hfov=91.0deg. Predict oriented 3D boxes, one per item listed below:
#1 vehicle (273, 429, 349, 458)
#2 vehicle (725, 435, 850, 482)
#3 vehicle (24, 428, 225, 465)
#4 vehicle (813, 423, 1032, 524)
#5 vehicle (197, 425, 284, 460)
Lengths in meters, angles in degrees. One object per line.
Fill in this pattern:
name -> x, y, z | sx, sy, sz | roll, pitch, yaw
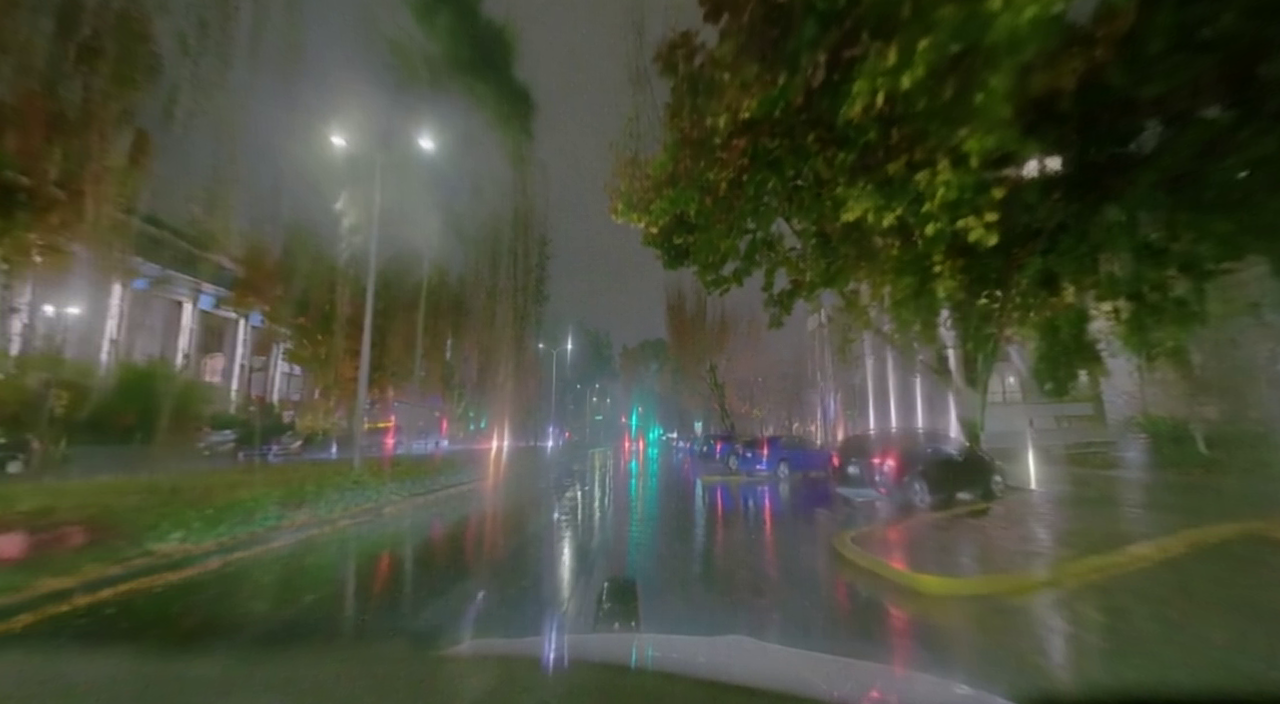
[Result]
vehicle -> -18.762, 5.240, 36.165 | 1.909, 1.518, 4.459 | -1, -8, 1
vehicle -> 5.036, 3.538, 21.301 | 4.275, 1.428, 1.774 | 6, -10, -37
vehicle -> -19.048, 3.559, 23.867 | 2.389, 1.206, 6.247 | -1, -8, 1
vehicle -> 5.116, 2.075, 11.306 | 3.765, 1.497, 1.831 | 5, -10, -35
vehicle -> -19.037, 4.328, 30.166 | 1.792, 1.554, 3.682 | 0, -8, -1
